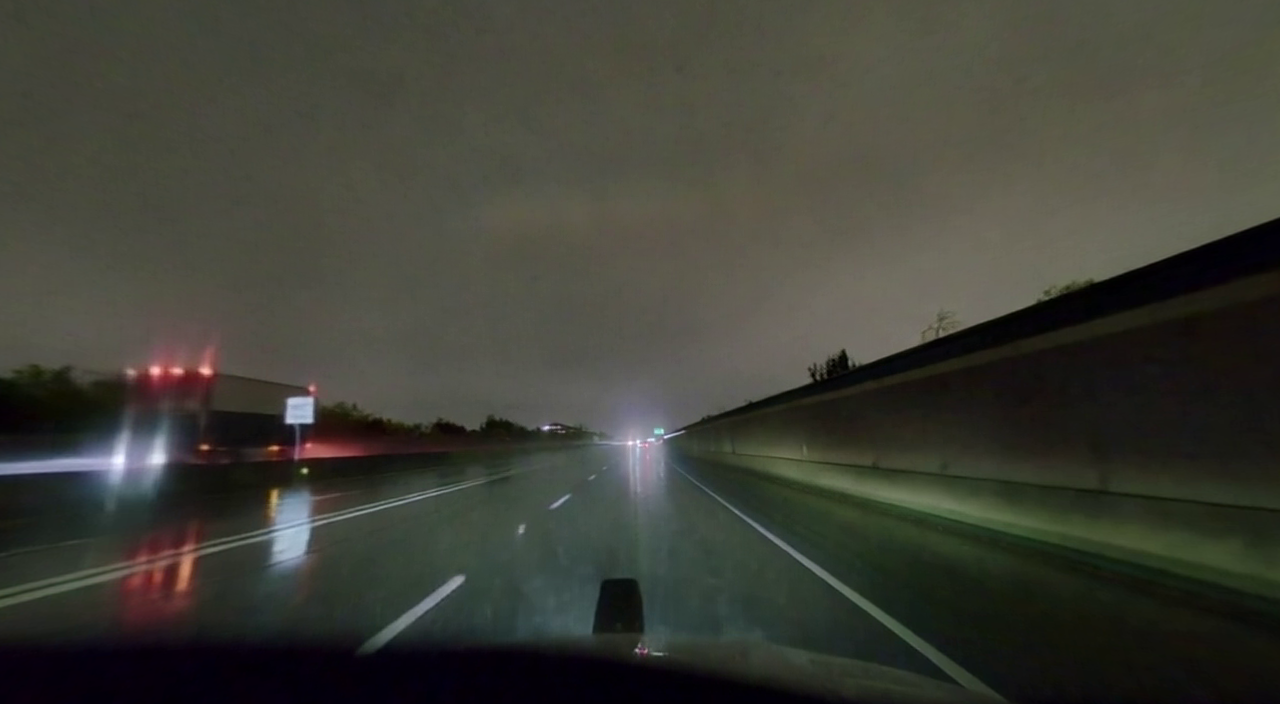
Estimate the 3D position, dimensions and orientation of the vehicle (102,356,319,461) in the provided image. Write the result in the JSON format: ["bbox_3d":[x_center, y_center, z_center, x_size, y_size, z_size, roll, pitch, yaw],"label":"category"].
[{"bbox_3d":[-23.154,3.531,35.474,3.255,4.833,12.518,-1,-8,0],"label":"vehicle"}]
